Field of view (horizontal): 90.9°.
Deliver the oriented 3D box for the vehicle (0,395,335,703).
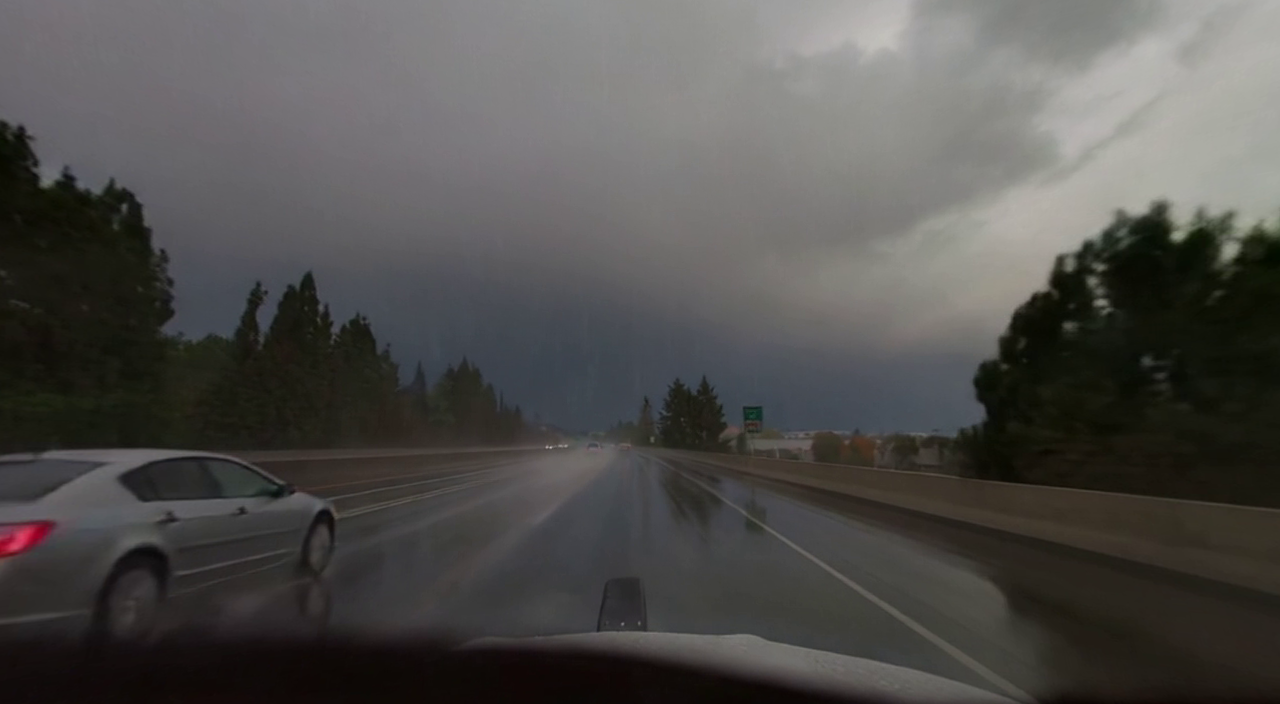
[{"bbox_3d":[-4.034,1.107,3.847,2.017,1.522,4.569,0,-9,0],"label":"vehicle"}]
